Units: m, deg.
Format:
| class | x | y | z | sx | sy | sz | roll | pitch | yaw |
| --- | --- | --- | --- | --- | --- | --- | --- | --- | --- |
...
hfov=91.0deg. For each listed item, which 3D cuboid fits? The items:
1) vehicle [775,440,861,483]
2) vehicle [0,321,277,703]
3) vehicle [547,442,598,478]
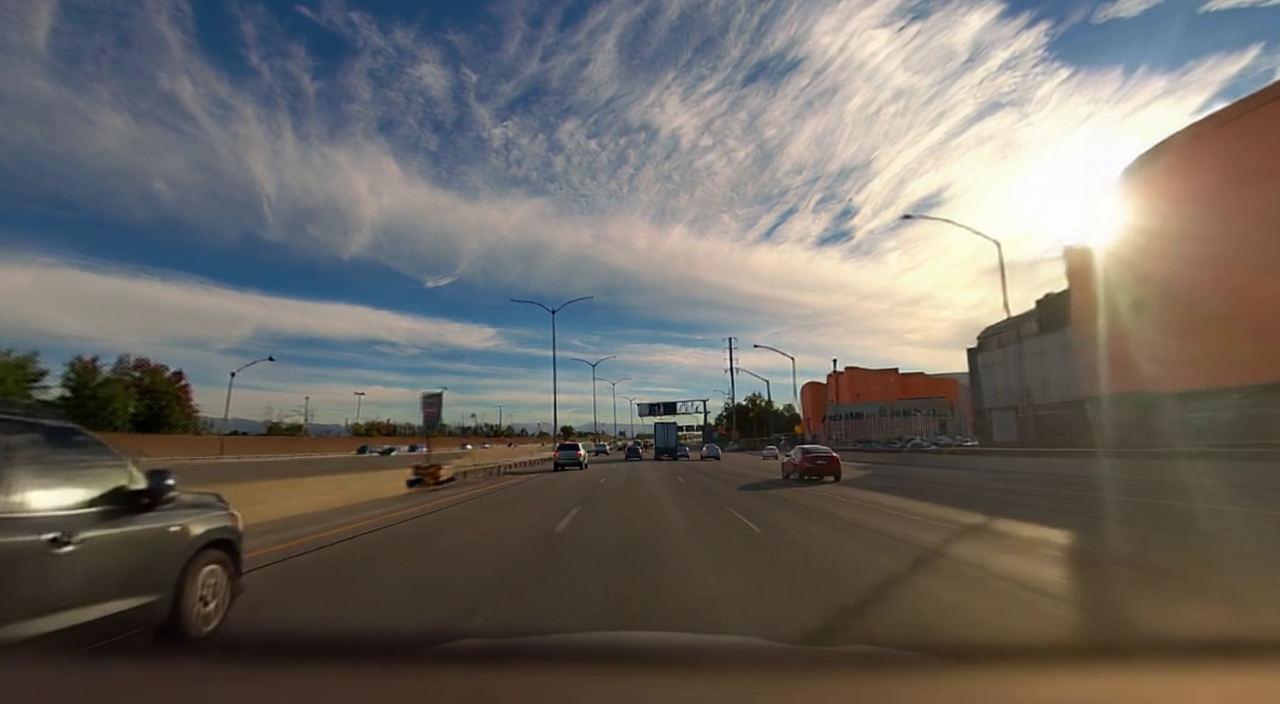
| class | x | y | z | sx | sy | sz | roll | pitch | yaw |
| --- | --- | --- | --- | --- | --- | --- | --- | --- | --- |
| vehicle | 6.837 | 4.241 | 24.679 | 1.980 | 1.501 | 4.433 | 0 | -9 | -1 |
| vehicle | -3.694 | 0.710 | 2.128 | 2.130 | 1.799 | 4.583 | 0 | -9 | 1 |
| vehicle | -3.032 | 4.935 | 29.106 | 1.929 | 1.521 | 4.097 | 0 | -9 | 0 |
